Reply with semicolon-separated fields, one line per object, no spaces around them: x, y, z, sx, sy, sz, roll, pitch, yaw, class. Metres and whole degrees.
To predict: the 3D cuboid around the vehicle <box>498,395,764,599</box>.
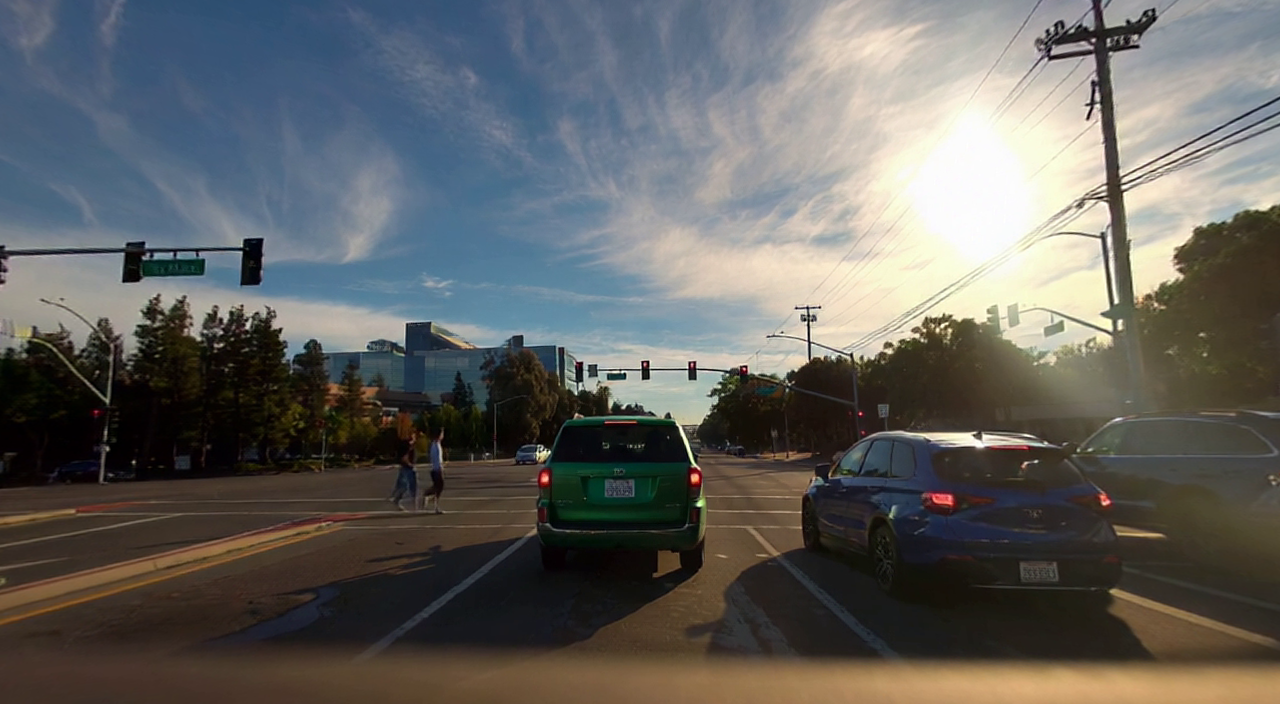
-0.111;1.567;7.642;2.285;1.729;4.252;0;-9;-1;vehicle

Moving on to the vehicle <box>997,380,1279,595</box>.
6.572;1.433;7.235;2.119;1.827;4.806;0;-9;0;vehicle
